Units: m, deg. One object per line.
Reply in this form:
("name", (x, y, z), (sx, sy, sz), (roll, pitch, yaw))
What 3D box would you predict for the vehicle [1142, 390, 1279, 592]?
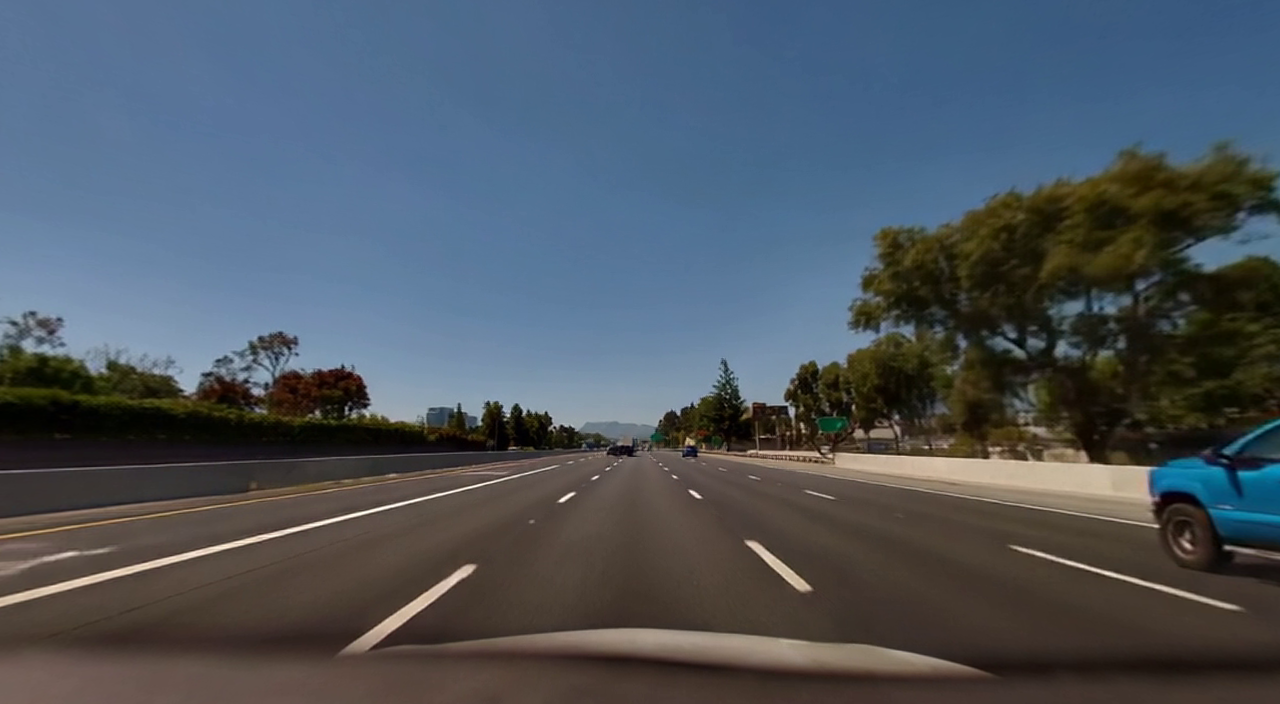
("vehicle", (6.677, 1.087, 4.659), (2.096, 1.767, 4.601), (0, -9, 0))
